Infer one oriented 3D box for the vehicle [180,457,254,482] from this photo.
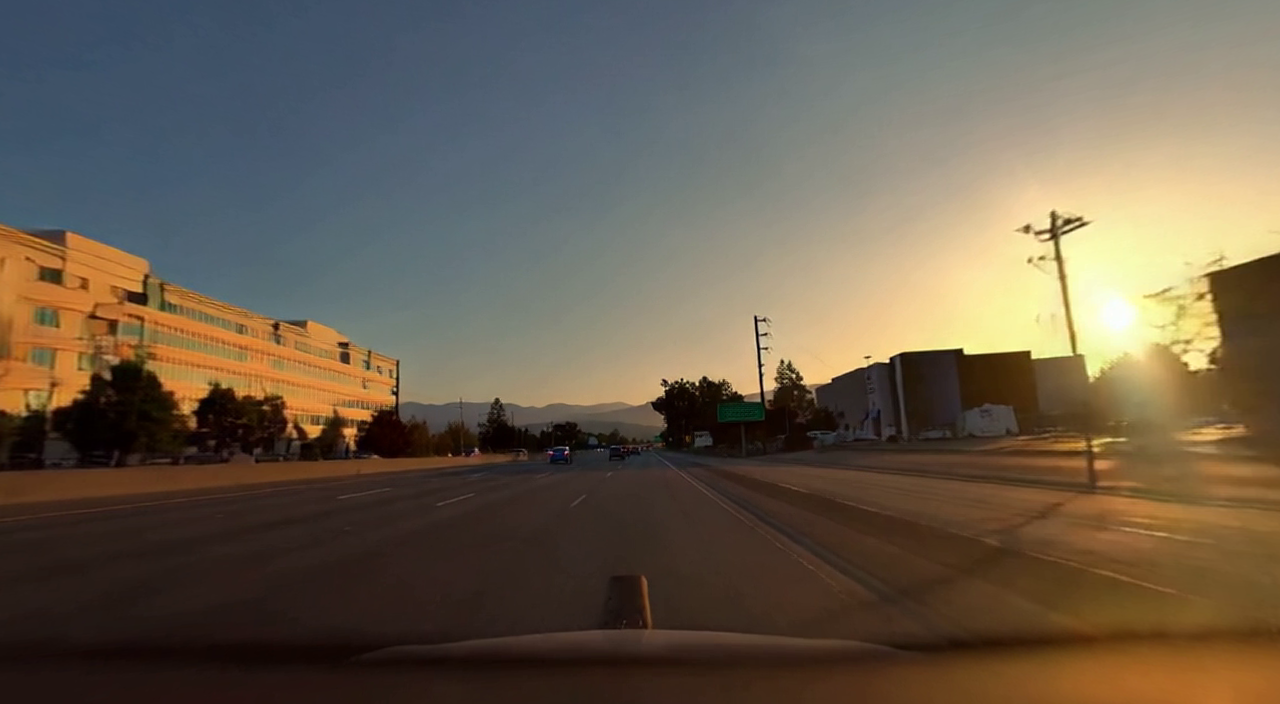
[{"bbox_3d":[-28.313,7.857,42.393,1.790,1.436,4.611,0,-9,1],"label":"vehicle"}]
